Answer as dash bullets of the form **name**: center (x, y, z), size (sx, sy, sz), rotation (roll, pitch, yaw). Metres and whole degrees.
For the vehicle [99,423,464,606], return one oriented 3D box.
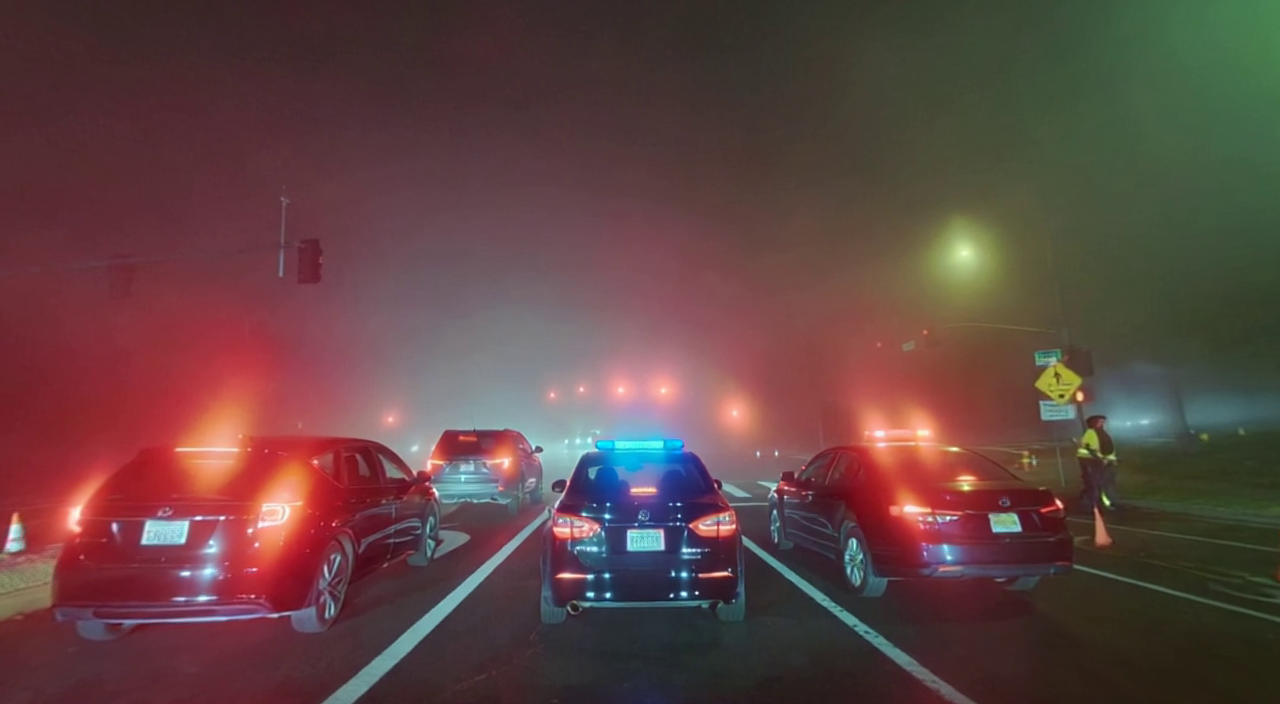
- **vehicle**: center (-3.607, 1.680, 7.387), size (1.863, 1.526, 4.006), rotation (0, -8, 1)

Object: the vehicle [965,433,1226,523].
- **vehicle**: center (9.359, 2.586, 13.595), size (1.957, 1.576, 4.670), rotation (0, -9, -3)

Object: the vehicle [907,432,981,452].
- **vehicle**: center (24.039, 7.132, 49.852), size (4.827, 1.484, 1.883), rotation (0, -9, 1)

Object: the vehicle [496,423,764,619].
- **vehicle**: center (-0.123, 1.631, 7.102), size (2.061, 1.486, 4.332), rotation (0, -8, -1)
